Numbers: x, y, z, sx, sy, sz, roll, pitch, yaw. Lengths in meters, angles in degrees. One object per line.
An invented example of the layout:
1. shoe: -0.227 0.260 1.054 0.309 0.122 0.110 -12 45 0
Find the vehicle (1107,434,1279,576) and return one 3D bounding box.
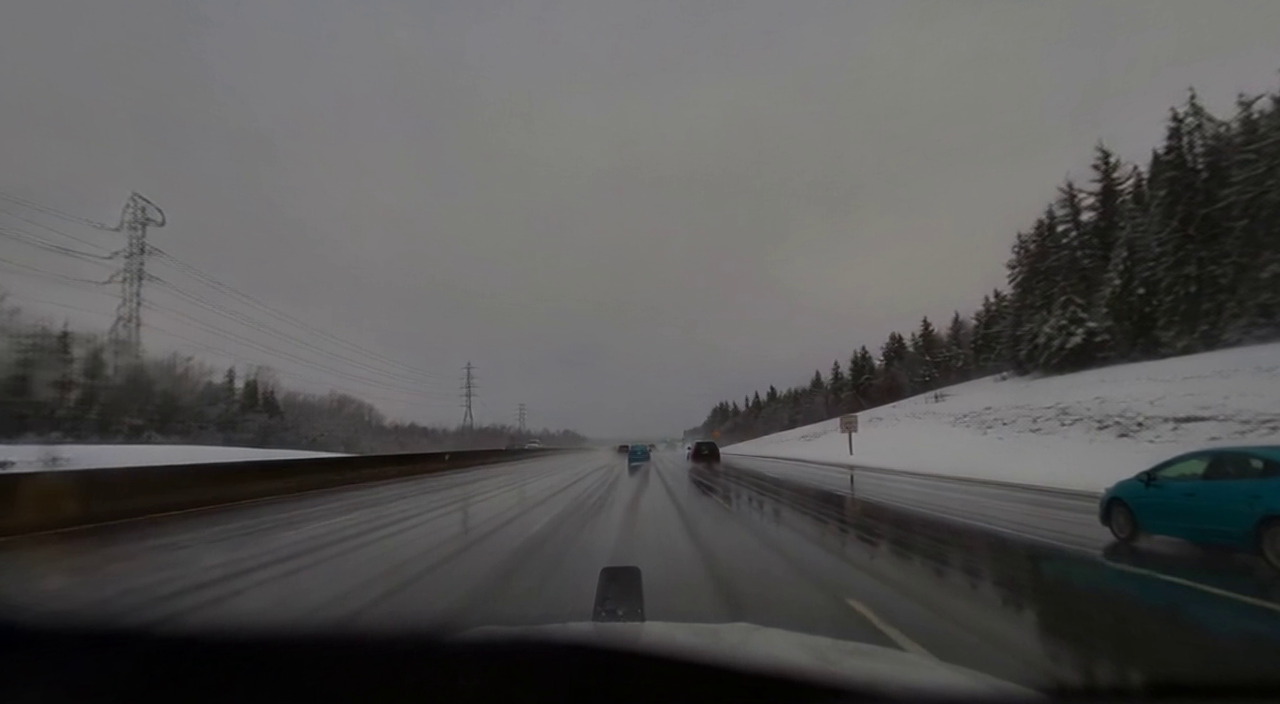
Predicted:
1. vehicle: 8.032 1.708 7.022 1.970 1.545 4.818 1 -8 0

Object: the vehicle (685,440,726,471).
1. vehicle: 4.007 6.450 39.327 2.159 1.782 4.673 0 -8 2
